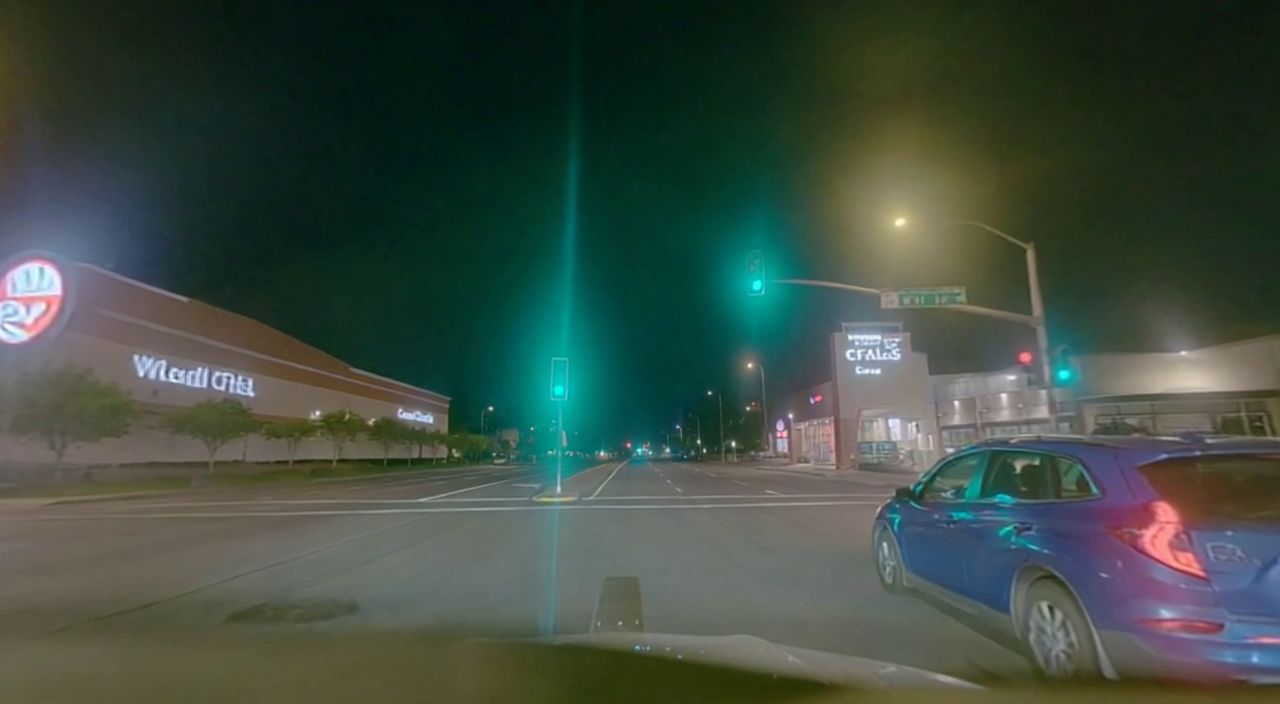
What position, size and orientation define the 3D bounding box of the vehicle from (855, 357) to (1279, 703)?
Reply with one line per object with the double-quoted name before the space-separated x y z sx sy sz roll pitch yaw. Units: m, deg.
"vehicle" 3.246 1.109 3.963 2.015 1.641 4.995 0 -9 0
